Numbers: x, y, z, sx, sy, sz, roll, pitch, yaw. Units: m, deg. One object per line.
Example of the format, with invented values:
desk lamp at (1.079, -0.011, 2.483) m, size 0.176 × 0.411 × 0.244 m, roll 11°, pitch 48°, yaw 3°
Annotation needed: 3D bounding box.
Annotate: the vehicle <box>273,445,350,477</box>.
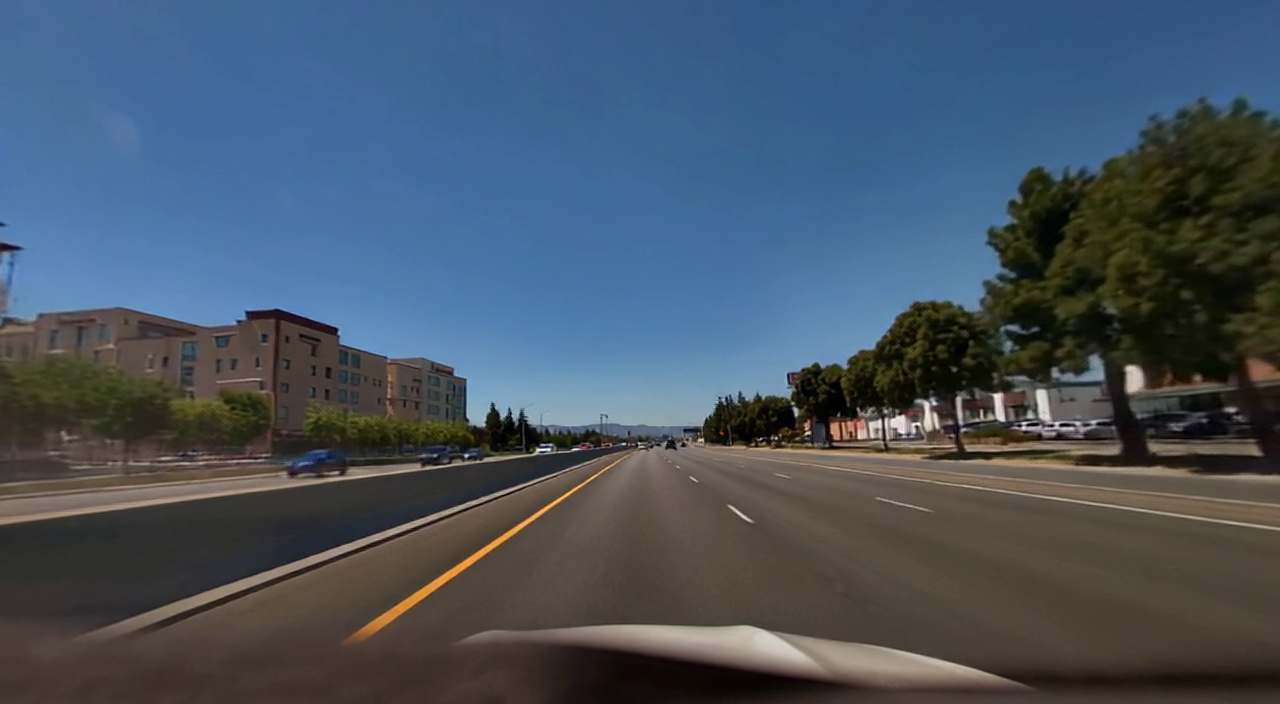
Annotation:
vehicle at (-21.454, 7.097, 41.521) m, size 2.328 × 1.943 × 4.961 m, roll 0°, pitch -8°, yaw 1°
